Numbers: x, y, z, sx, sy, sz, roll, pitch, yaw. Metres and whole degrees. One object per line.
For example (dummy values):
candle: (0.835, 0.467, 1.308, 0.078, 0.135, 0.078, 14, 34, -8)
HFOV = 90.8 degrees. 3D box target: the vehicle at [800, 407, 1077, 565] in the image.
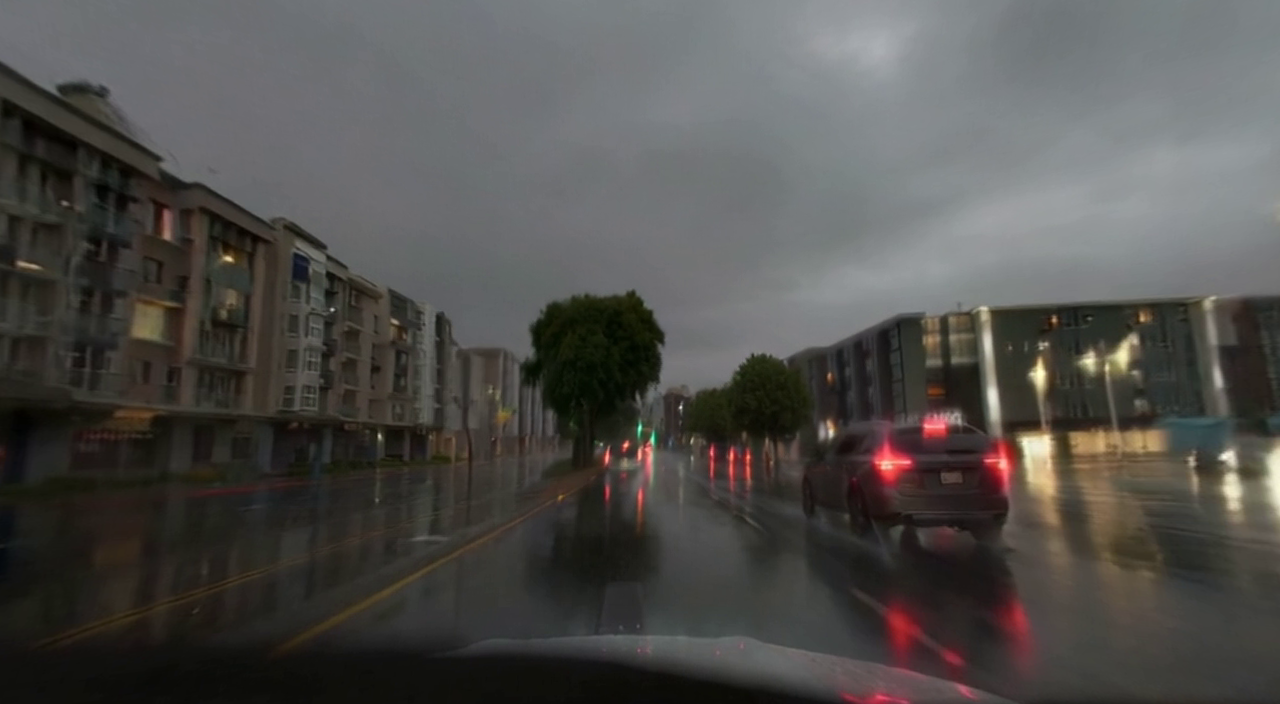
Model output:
vehicle: (3.810, 1.783, 9.048, 1.949, 1.723, 4.020, 0, -9, 0)

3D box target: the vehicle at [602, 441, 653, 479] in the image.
vehicle: (-0.457, 4.520, 26.617, 2.006, 1.487, 3.535, 0, -9, 1)
